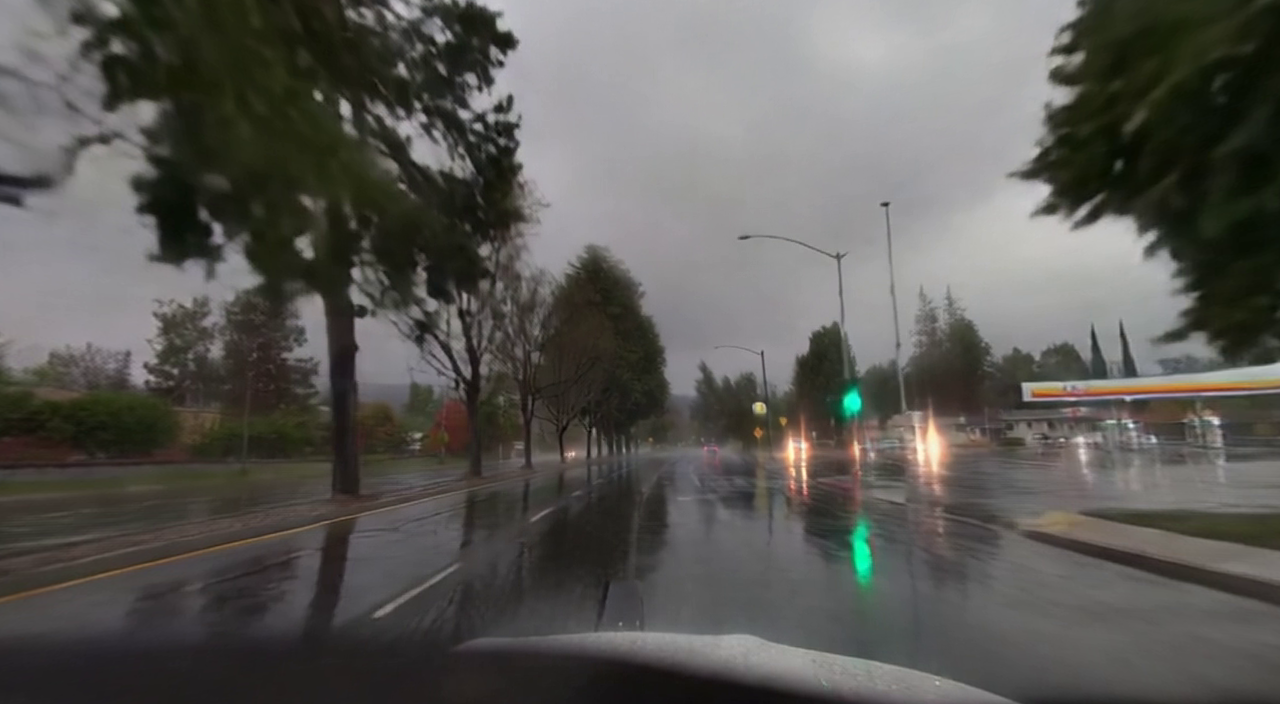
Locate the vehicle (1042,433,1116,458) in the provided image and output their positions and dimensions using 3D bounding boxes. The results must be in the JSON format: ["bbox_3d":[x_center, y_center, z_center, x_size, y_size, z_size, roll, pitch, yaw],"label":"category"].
[{"bbox_3d":[33.053,7.053,47.712,2.045,1.778,4.517,0,-9,-5],"label":"vehicle"}]

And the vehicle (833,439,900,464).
[{"bbox_3d":[15.361,6.755,42.736,4.744,1.475,2.008,9,-16,-39],"label":"vehicle"}]
